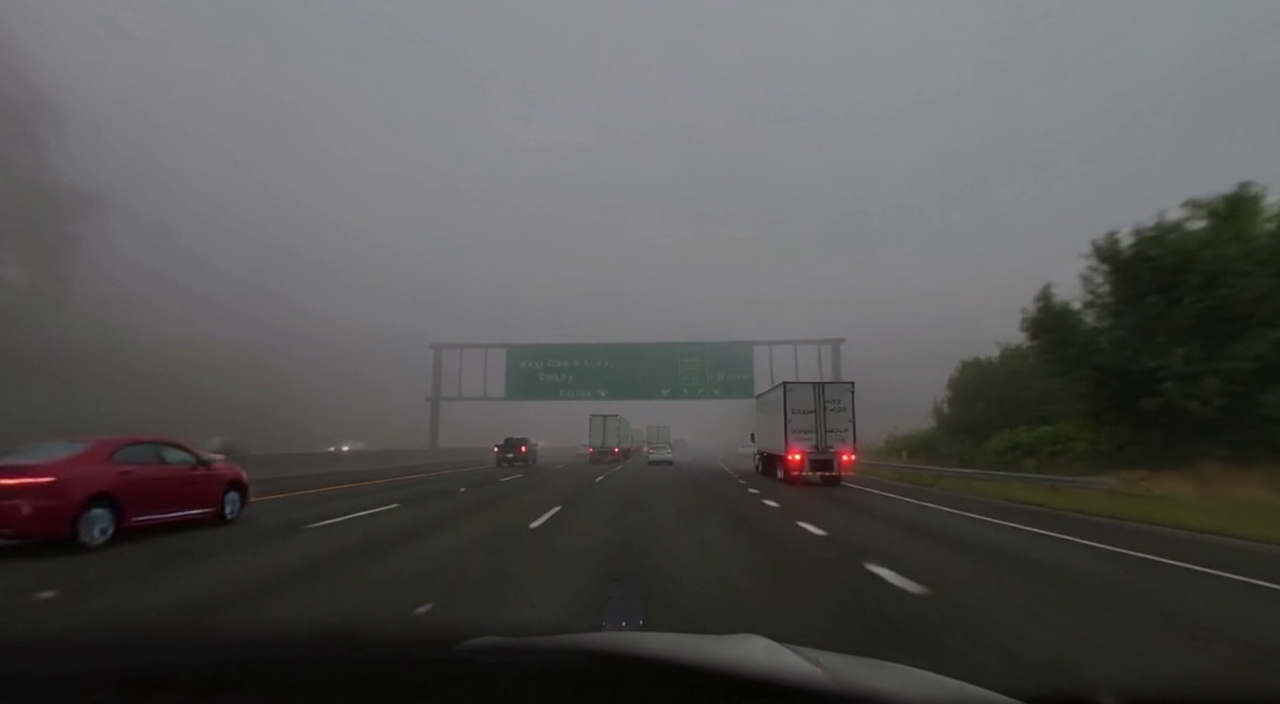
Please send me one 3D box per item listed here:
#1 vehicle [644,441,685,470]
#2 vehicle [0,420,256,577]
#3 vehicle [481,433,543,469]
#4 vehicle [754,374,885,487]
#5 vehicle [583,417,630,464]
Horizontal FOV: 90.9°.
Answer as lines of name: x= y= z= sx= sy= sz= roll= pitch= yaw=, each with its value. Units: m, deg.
vehicle: x=1.270 y=5.638 z=34.550 sx=2.105 sy=1.502 sz=4.068 roll=0 pitch=-9 yaw=1
vehicle: x=-7.075 y=1.632 z=7.572 sx=1.950 sy=1.485 sz=4.589 roll=0 pitch=-9 yaw=1
vehicle: x=-7.010 y=5.508 z=35.193 sx=2.272 sy=1.850 sz=5.156 roll=0 pitch=-9 yaw=2
vehicle: x=6.261 y=2.997 z=23.461 sx=2.895 sy=3.484 sz=7.631 roll=0 pitch=-9 yaw=3
vehicle: x=-2.304 y=6.494 z=46.171 sx=2.745 sy=3.156 sz=7.608 roll=0 pitch=-9 yaw=3
